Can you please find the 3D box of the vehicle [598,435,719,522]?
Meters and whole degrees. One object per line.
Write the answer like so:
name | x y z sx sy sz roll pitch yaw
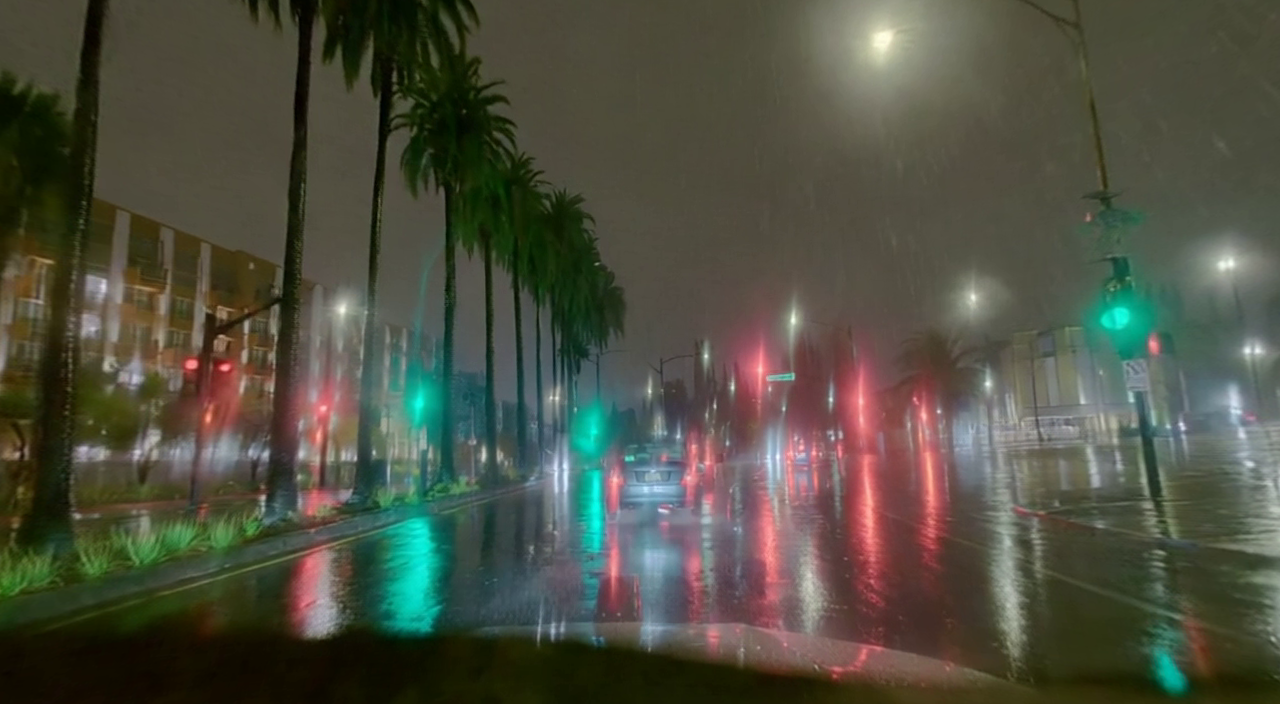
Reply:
vehicle | 0.487 2.504 13.064 2.096 1.492 4.071 -1 -9 5

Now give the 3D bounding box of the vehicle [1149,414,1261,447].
vehicle | 32.949 4.614 36.879 5.049 1.861 2.081 2 -9 -11

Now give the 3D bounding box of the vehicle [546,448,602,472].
vehicle | -4.151 6.871 40.420 2.012 1.467 4.592 -3 -9 15
